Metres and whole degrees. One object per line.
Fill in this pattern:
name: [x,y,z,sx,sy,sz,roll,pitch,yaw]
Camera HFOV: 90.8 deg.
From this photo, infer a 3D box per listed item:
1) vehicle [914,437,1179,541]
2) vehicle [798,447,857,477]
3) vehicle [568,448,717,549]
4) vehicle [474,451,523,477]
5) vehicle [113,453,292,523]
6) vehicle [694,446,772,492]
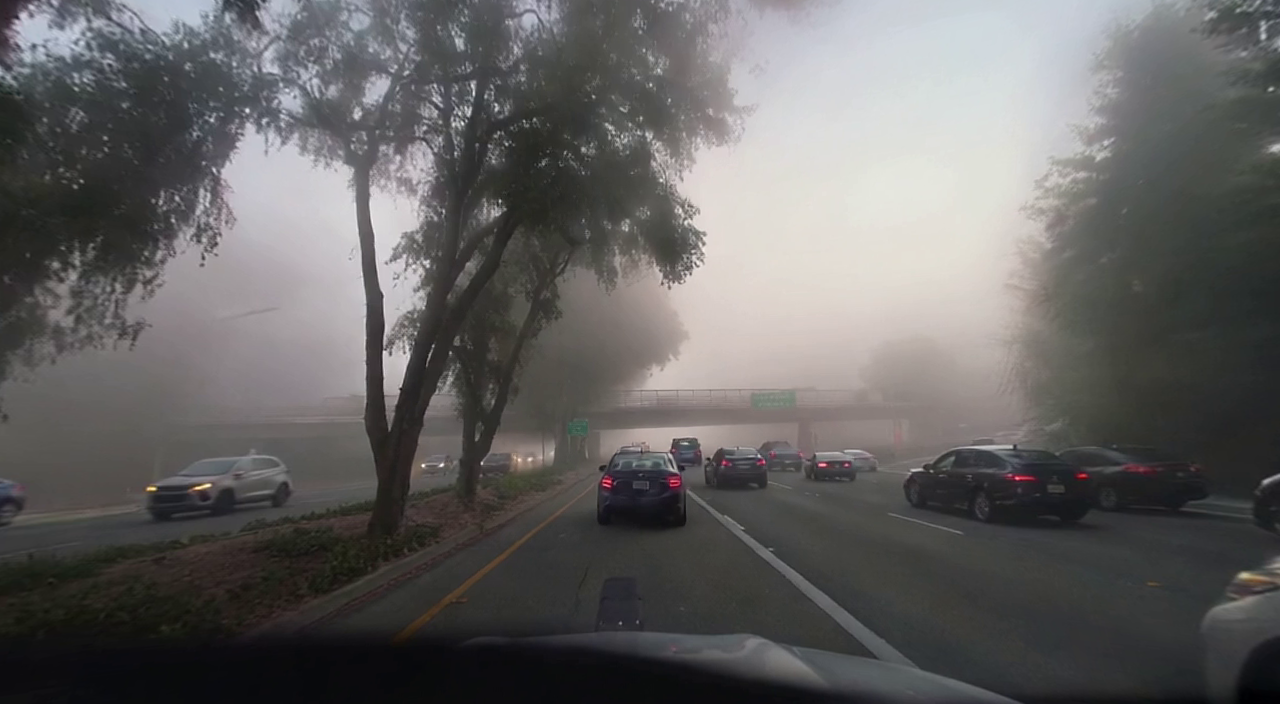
vehicle: [6.748,2.280,11.168,1.890,1.478,4.093,0,-9,-1]
vehicle: [9.788,5.747,33.275,1.839,1.453,3.992,0,-9,-1]
vehicle: [0.020,2.293,10.556,2.027,1.341,3.775,0,-9,-1]
vehicle: [-8.866,7.033,39.911,2.010,1.524,4.705,0,-9,0]
vehicle: [-11.875,3.658,17.584,1.942,1.642,4.200,0,-9,0]
vehicle: [3.120,4.006,22.075,1.962,1.431,4.205,0,-9,-2]
